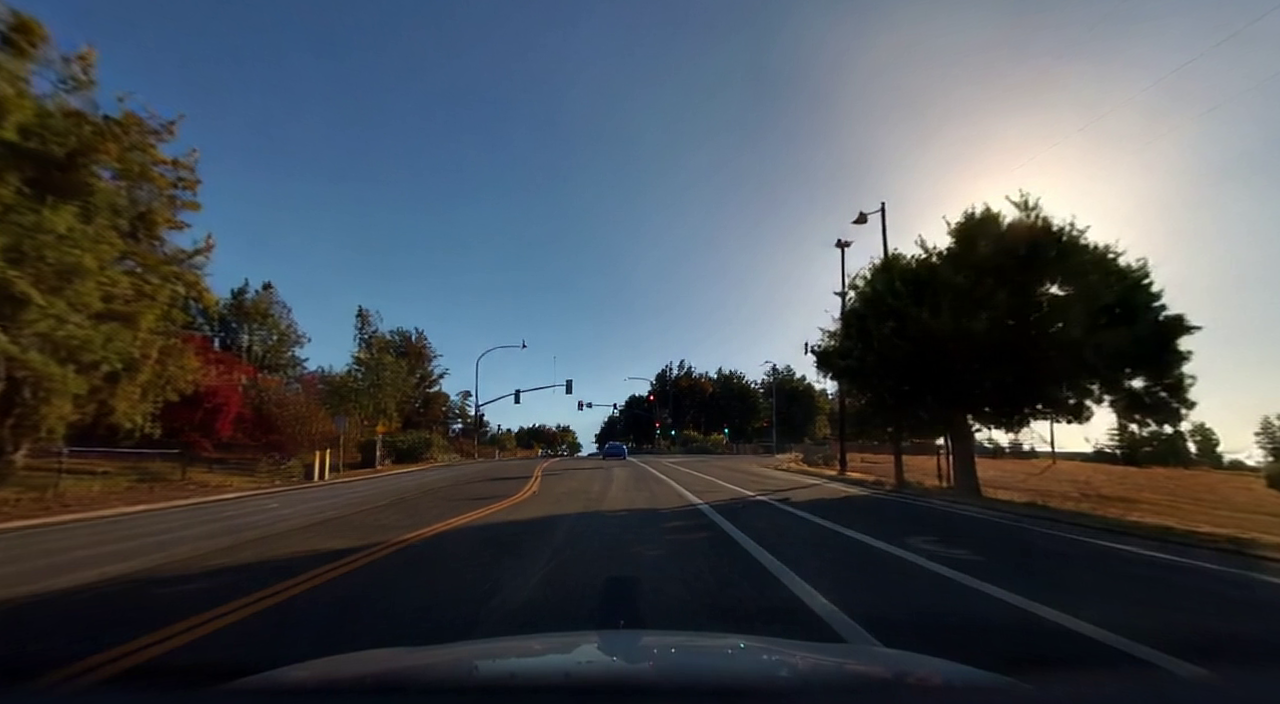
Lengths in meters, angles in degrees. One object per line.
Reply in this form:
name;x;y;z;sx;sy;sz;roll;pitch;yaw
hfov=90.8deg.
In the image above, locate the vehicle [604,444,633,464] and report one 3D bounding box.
vehicle;-1.657;7.764;48.222;2.042;1.489;3.963;1;-9;-4
